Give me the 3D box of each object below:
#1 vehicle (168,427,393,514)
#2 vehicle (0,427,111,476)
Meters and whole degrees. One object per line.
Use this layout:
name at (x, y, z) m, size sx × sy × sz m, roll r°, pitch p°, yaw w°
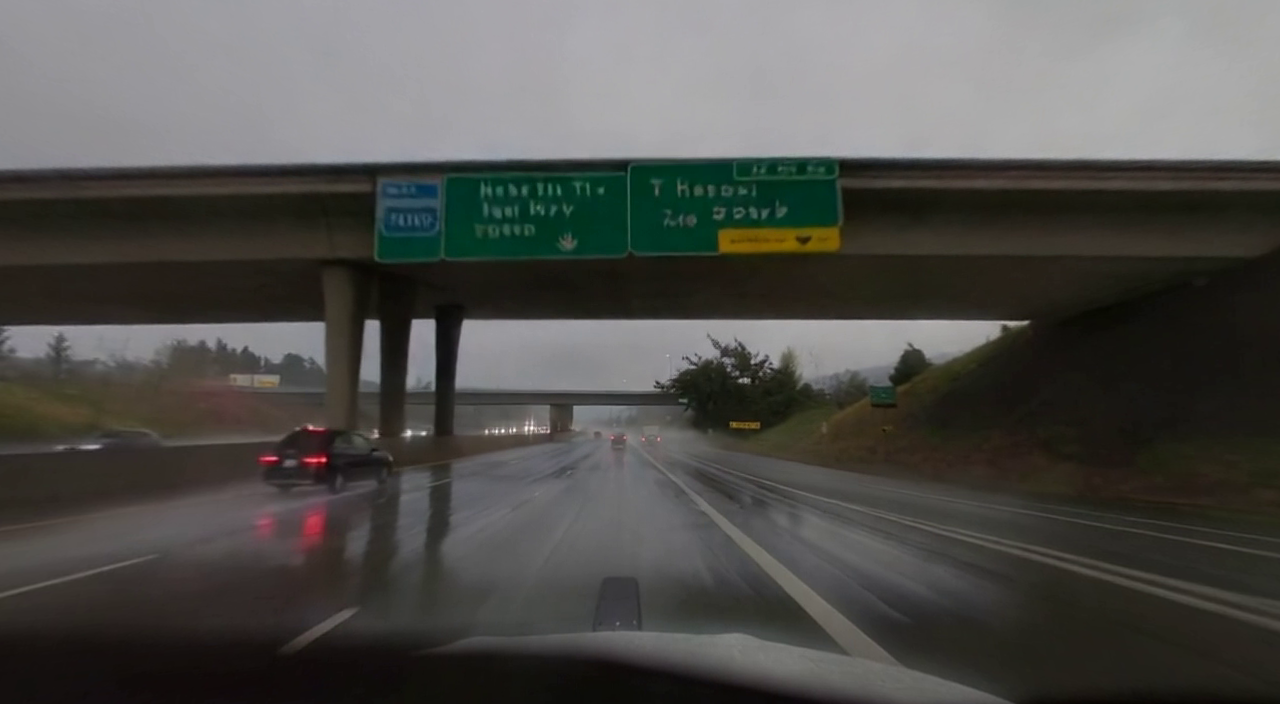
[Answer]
vehicle at (-7.247, 2.389, 13.386) m, size 2.216 × 1.522 × 4.412 m, roll 0°, pitch -8°, yaw 0°
vehicle at (-21.960, 3.579, 22.862) m, size 1.840 × 1.602 × 4.123 m, roll 0°, pitch -8°, yaw -1°
